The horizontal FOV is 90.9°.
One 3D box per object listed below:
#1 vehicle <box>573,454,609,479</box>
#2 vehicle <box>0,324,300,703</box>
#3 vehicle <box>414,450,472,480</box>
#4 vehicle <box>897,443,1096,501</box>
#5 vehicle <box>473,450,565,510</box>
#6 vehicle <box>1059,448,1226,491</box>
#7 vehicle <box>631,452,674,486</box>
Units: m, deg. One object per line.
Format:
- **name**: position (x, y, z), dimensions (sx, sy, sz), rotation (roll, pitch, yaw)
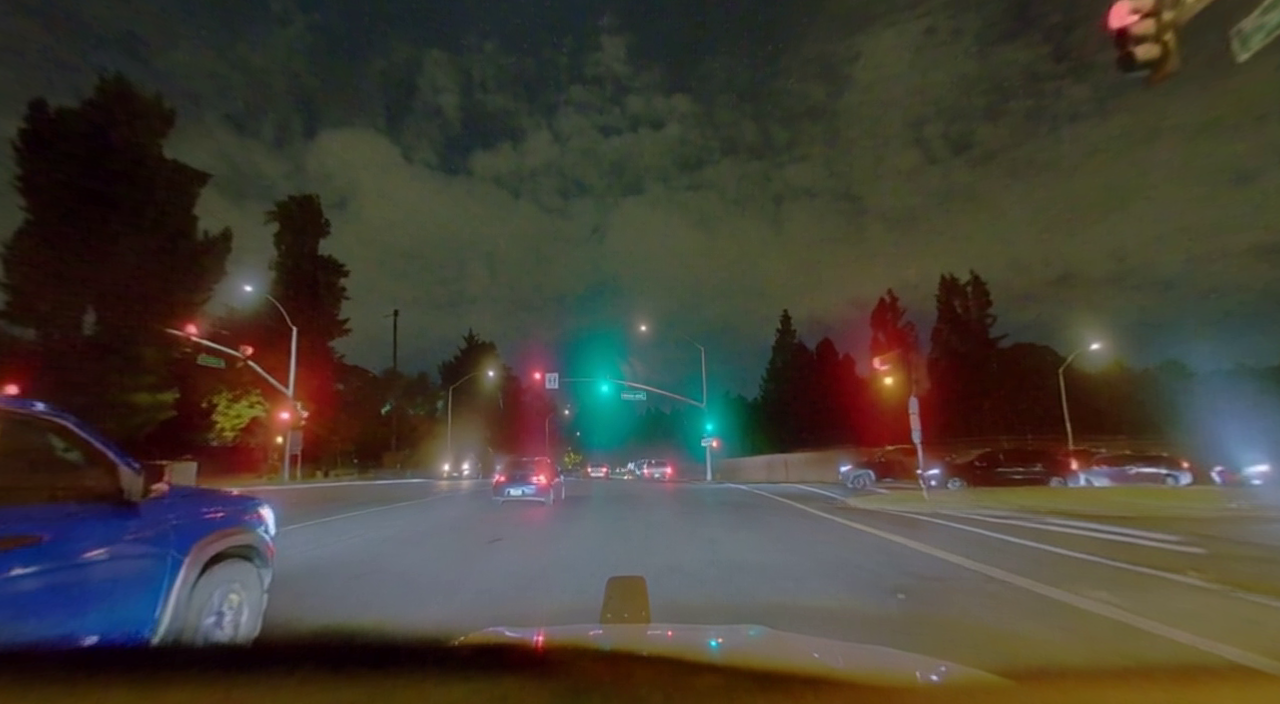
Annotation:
- **vehicle**: position (-3.239, 7.676, 42.479), dimensions (2.013, 1.474, 4.393), rotation (0, -9, 1)
- **vehicle**: position (-3.168, 0.705, 1.402), dimensions (2.190, 1.766, 4.649), rotation (0, -9, 0)
- **vehicle**: position (-13.476, 7.713, 43.491), dimensions (2.039, 1.904, 5.701), rotation (0, -9, 2)
- **vehicle**: position (10.958, 3.765, 19.697), dimensions (4.875, 1.473, 2.077), rotation (-2, -12, -1)
- **vehicle**: position (-3.361, 3.597, 18.182), dimensions (1.960, 1.528, 3.490), rotation (0, -9, 0)
- **vehicle**: position (18.717, 4.371, 23.645), dimensions (4.478, 1.495, 2.063), rotation (0, -9, 0)
- **vehicle**: position (0.611, 6.227, 33.931), dimensions (2.163, 1.678, 3.846), rotation (0, -9, 0)
